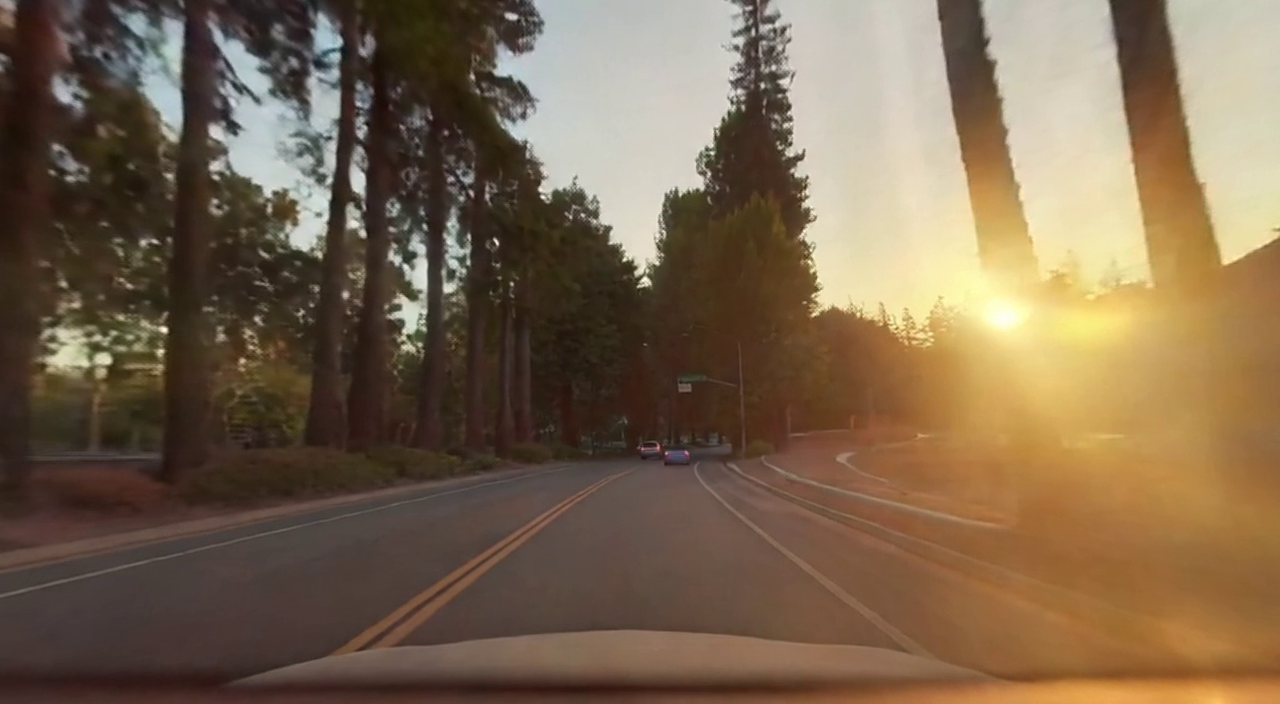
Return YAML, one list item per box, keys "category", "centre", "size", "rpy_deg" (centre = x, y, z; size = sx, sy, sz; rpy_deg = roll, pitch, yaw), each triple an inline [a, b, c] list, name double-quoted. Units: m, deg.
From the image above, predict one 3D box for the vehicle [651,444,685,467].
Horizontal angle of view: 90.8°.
- category: "vehicle"
  centre: [1.928, 6.898, 42.336]
  size: [2.071, 1.474, 4.047]
  rpy_deg: [-1, -8, 5]
